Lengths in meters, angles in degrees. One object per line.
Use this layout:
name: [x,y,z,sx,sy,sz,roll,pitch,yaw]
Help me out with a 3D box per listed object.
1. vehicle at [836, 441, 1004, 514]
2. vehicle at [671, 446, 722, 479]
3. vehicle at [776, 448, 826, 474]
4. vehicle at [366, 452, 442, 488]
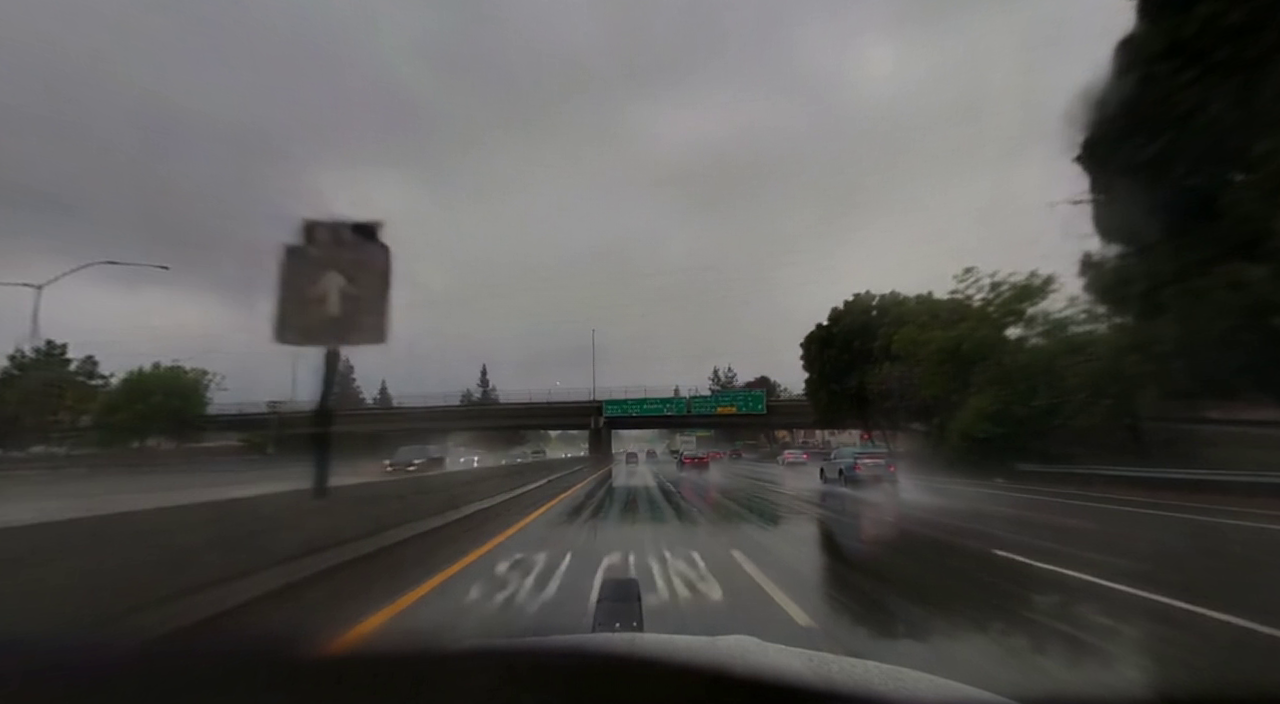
vehicle: [6.560,2.974,15.485,1.952,1.489,4.483,0,-9,-2]
vehicle: [2.795,5.594,32.192,1.993,1.507,4.594,0,-9,-2]
vehicle: [9.752,6.614,38.578,1.838,1.440,4.121,0,-9,-2]
vehicle: [-10.506,5.278,28.490,1.836,1.464,4.041,0,-9,1]
